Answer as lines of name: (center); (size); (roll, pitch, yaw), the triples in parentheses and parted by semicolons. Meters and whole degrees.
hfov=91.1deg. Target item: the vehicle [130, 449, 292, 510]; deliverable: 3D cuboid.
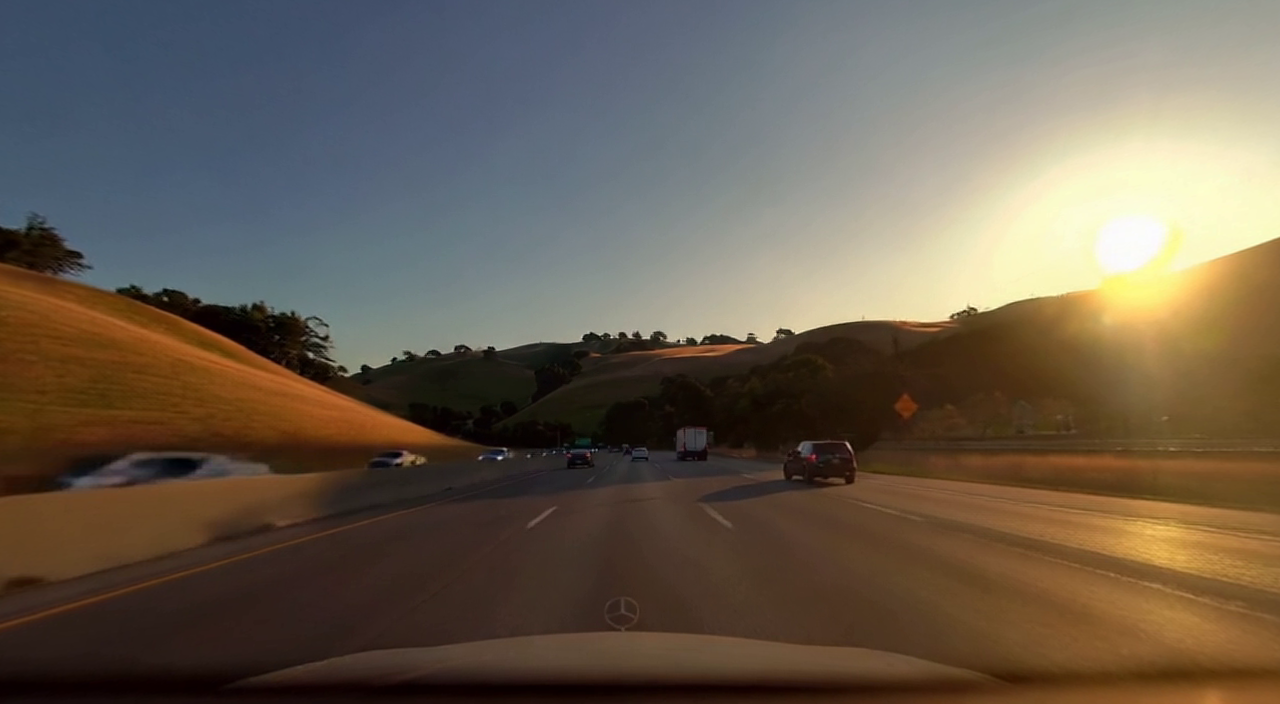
vehicle: (-11.457, 3.383, 17.137); (1.775, 1.434, 3.718); (0, -9, 0)

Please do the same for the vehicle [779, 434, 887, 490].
vehicle: (6.213, 3.618, 20.957); (2.069, 1.625, 4.832); (0, -9, 0)

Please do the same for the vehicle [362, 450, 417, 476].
vehicle: (-16.741, 7.400, 42.241); (1.921, 1.630, 4.333); (0, -9, 0)

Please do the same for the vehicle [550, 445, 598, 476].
vehicle: (-3.503, 5.847, 34.077); (2.160, 1.530, 4.500); (0, -9, 0)

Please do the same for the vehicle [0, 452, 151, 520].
vehicle: (-15.206, 3.337, 16.152); (1.850, 1.465, 4.240); (0, -9, 0)
